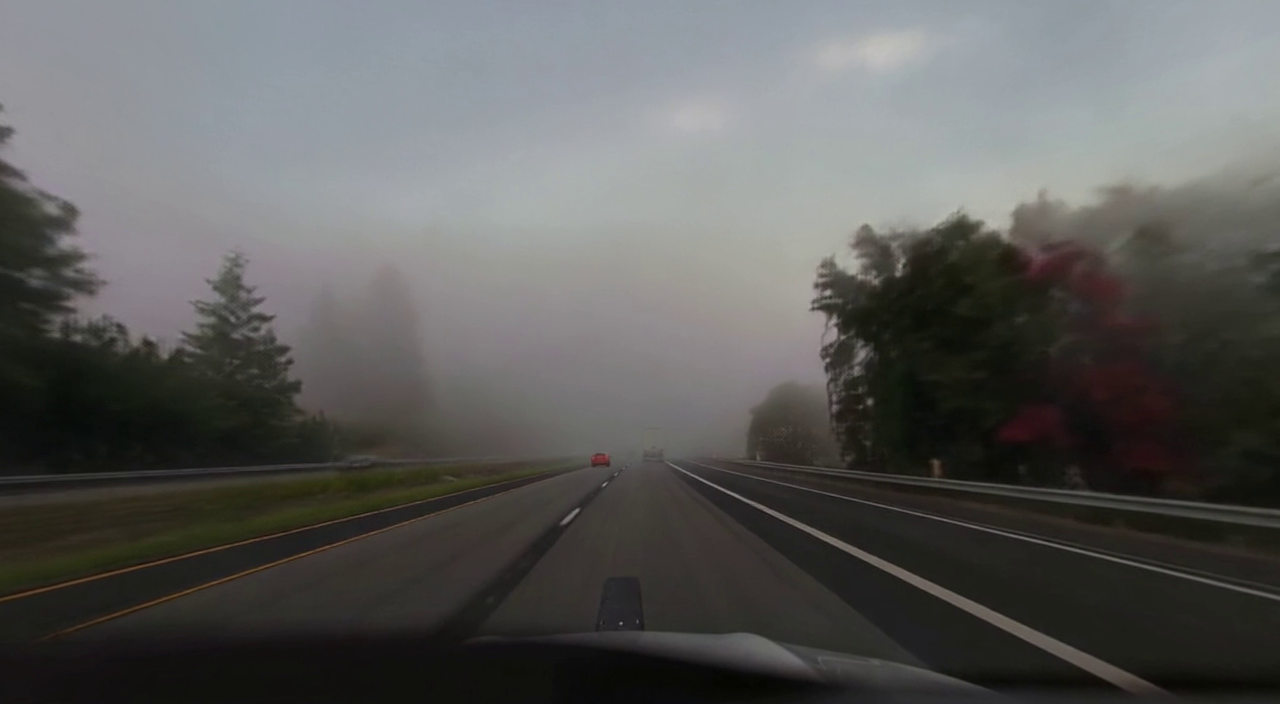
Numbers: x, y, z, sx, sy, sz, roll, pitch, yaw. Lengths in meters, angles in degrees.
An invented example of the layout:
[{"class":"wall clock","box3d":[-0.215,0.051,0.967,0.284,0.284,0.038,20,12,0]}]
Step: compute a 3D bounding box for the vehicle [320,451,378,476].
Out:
[{"class":"vehicle","box3d":[-20.512,7.854,44.667,1.947,1.684,4.405,0,-9,1]}]
